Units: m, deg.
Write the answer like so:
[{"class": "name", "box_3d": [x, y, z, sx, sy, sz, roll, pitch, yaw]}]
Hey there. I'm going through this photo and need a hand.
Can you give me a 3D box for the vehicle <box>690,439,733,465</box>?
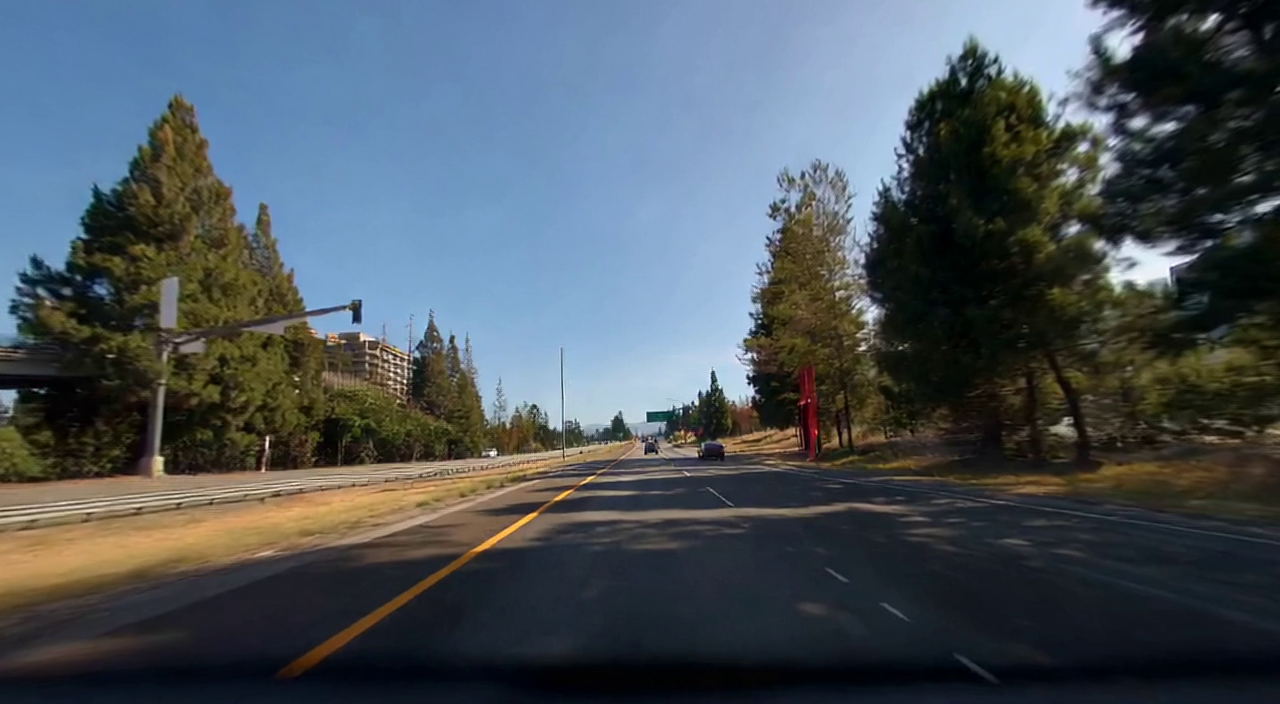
[{"class": "vehicle", "box_3d": [4.283, 6.086, 38.519, 2.042, 1.518, 4.477, 0, -9, -1]}]
